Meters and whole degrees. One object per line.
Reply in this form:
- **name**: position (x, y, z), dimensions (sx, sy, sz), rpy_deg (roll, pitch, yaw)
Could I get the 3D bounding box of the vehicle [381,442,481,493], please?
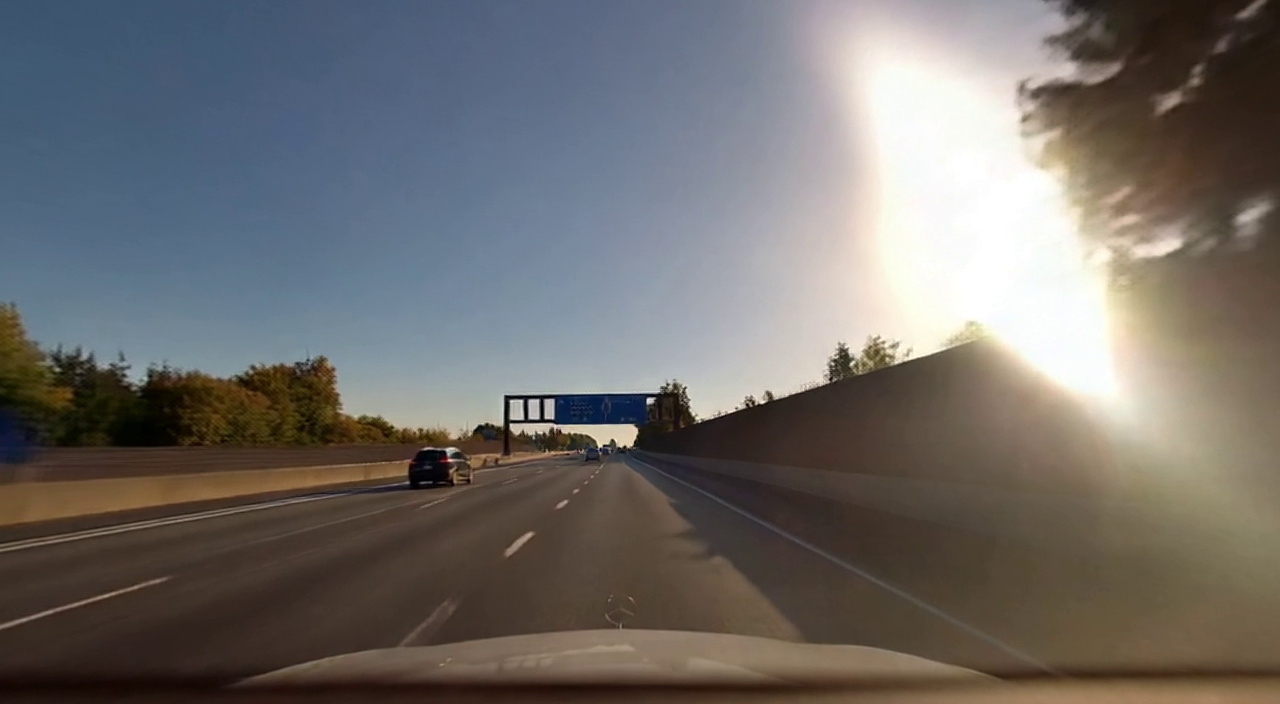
- **vehicle**: position (-7.157, 4.000, 22.152), dimensions (2.098, 1.606, 4.227), rpy_deg (0, -9, -1)
